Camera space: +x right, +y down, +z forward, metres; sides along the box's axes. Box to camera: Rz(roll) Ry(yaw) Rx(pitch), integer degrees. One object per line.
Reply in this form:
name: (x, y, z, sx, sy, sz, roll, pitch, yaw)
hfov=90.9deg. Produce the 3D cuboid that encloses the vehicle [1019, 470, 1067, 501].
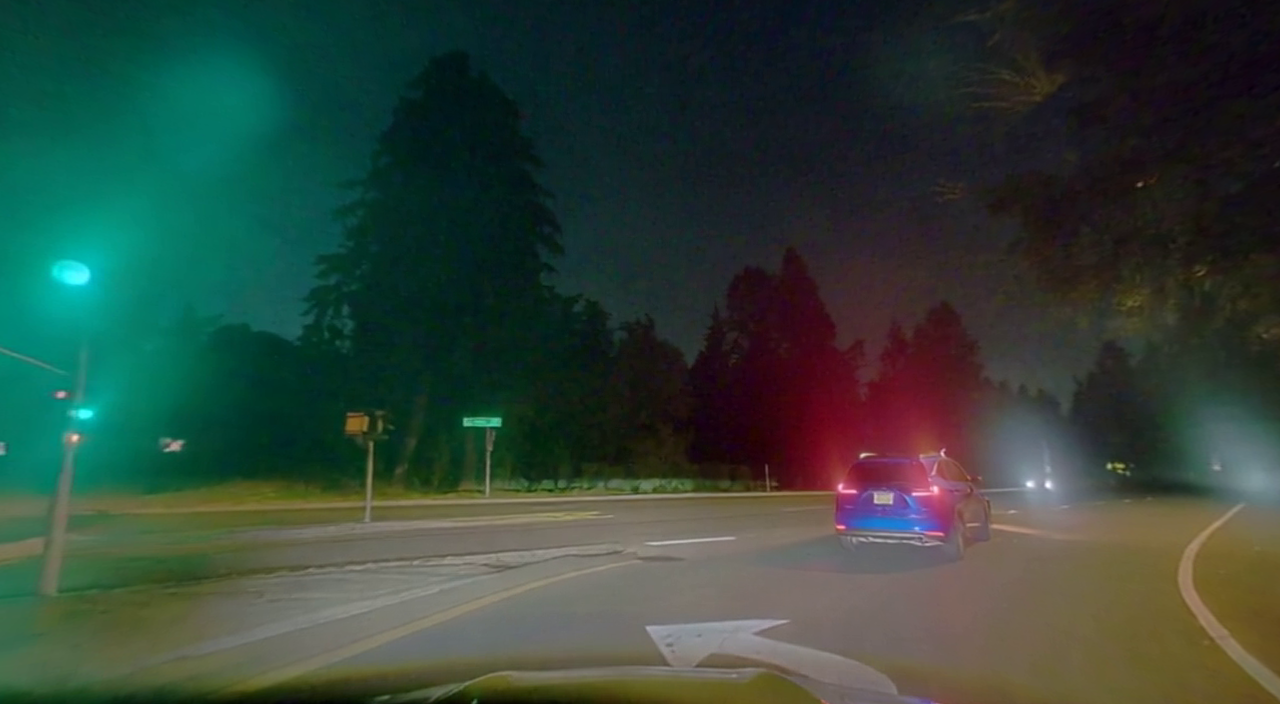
vehicle: (30.901, 10.157, 48.217, 2.150, 1.927, 5.209, -8, -11, 41)

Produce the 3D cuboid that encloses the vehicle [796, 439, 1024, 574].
vehicle: (4.244, 2.107, 9.535, 2.148, 1.521, 4.089, -6, -10, 37)
